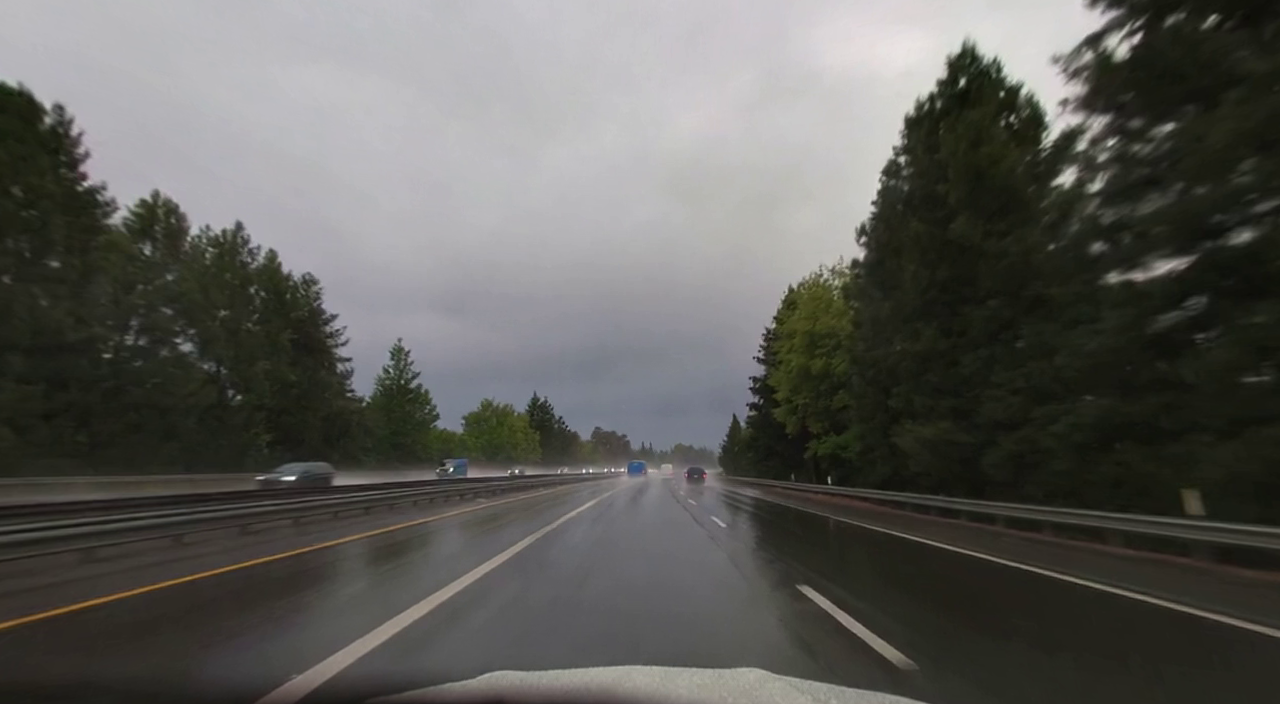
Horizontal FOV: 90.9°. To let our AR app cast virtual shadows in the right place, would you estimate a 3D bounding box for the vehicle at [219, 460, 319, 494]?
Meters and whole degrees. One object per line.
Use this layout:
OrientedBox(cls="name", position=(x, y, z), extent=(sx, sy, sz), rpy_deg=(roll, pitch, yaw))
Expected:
OrientedBox(cls="vehicle", position=(-16.891, 5.711, 28.990), extent=(1.979, 1.390, 4.241), rpy_deg=(0, -10, 0))
